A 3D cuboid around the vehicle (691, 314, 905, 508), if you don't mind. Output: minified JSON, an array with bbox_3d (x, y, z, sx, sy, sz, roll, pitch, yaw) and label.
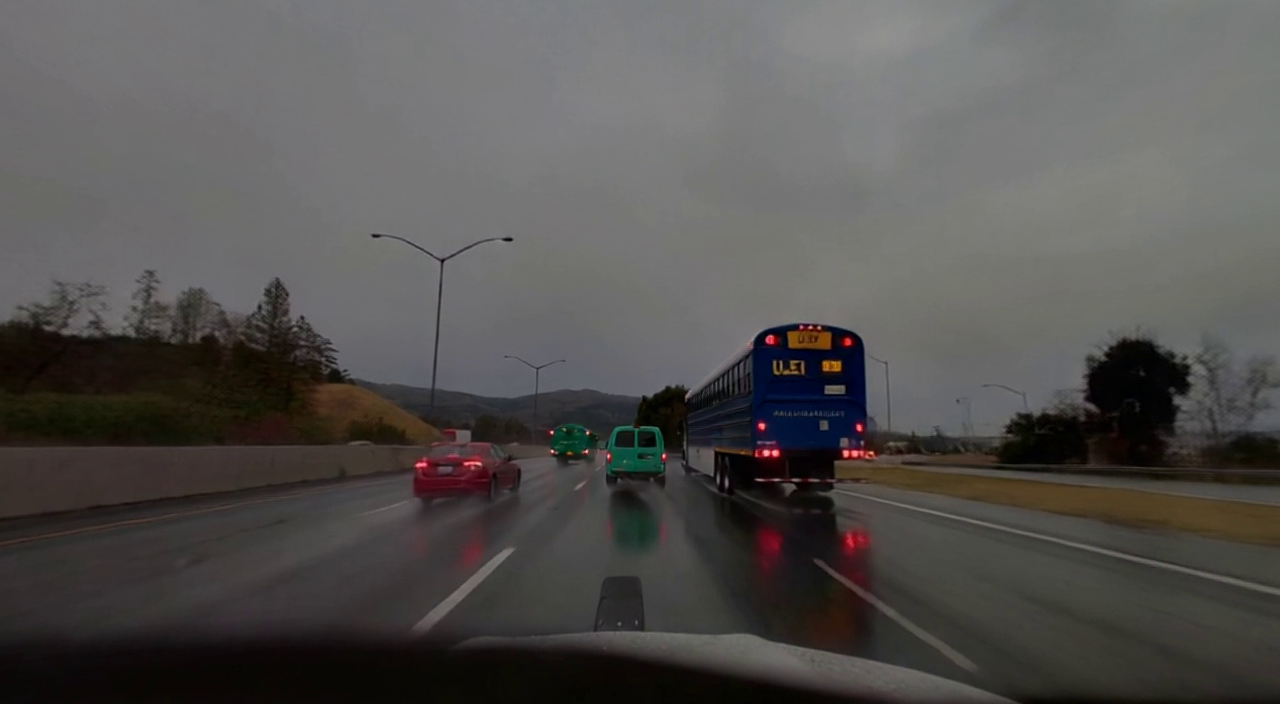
[{"bbox_3d":[3.836,2.168,19.967,3.006,4.101,13.245,0,-8,-2],"label":"vehicle"}]

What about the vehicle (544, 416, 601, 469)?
[{"bbox_3d":[-4.127,5.775,40.384,2.947,3.009,7.991,0,-8,-1],"label":"vehicle"}]

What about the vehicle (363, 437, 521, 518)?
[{"bbox_3d":[-4.010,2.596,13.656,2.039,1.453,4.197,0,-8,0],"label":"vehicle"}]

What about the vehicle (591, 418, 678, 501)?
[{"bbox_3d":[-0.212,2.853,17.118,2.037,1.929,4.343,0,-8,-2],"label":"vehicle"}]
